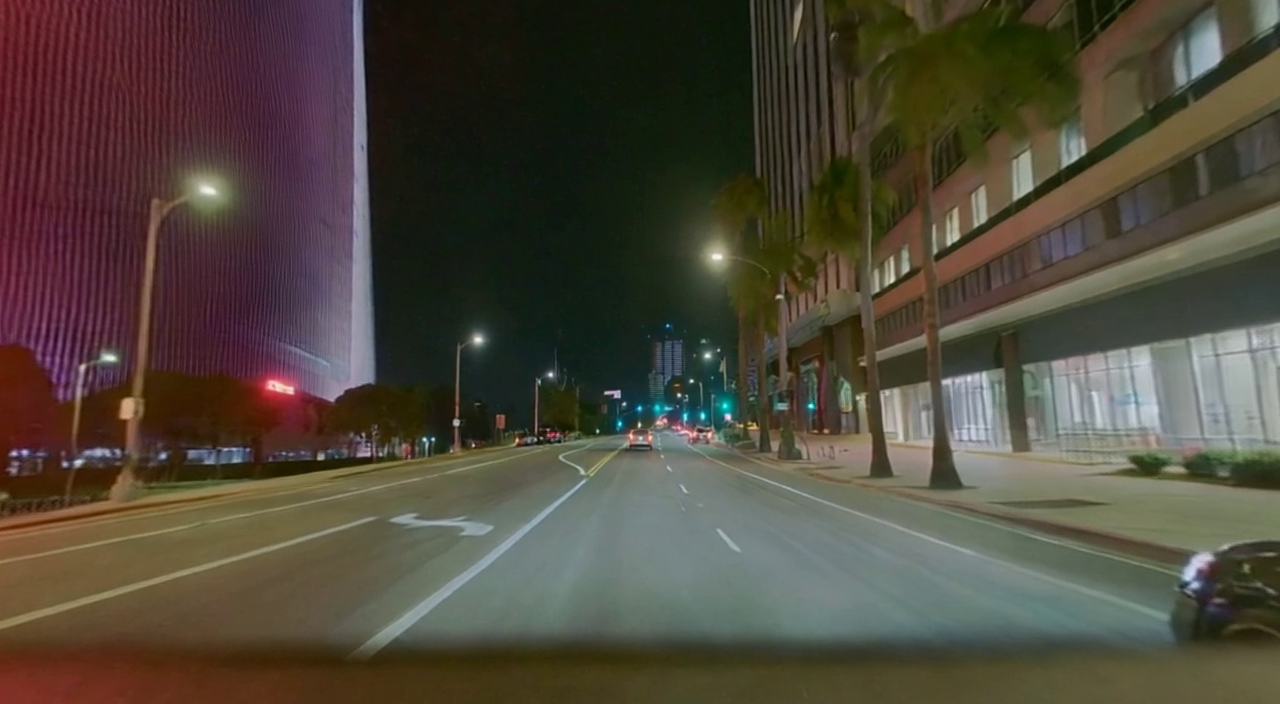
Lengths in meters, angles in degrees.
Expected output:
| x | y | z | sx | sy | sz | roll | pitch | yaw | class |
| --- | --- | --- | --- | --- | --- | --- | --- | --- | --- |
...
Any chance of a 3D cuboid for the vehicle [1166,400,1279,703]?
| x | y | z | sx | sy | sz | roll | pitch | yaw | class |
| --- | --- | --- | --- | --- | --- | --- | --- | --- | --- |
| 3.223 | 0.641 | 0.330 | 1.990 | 1.476 | 4.491 | 0 | -8 | -1 | vehicle |
